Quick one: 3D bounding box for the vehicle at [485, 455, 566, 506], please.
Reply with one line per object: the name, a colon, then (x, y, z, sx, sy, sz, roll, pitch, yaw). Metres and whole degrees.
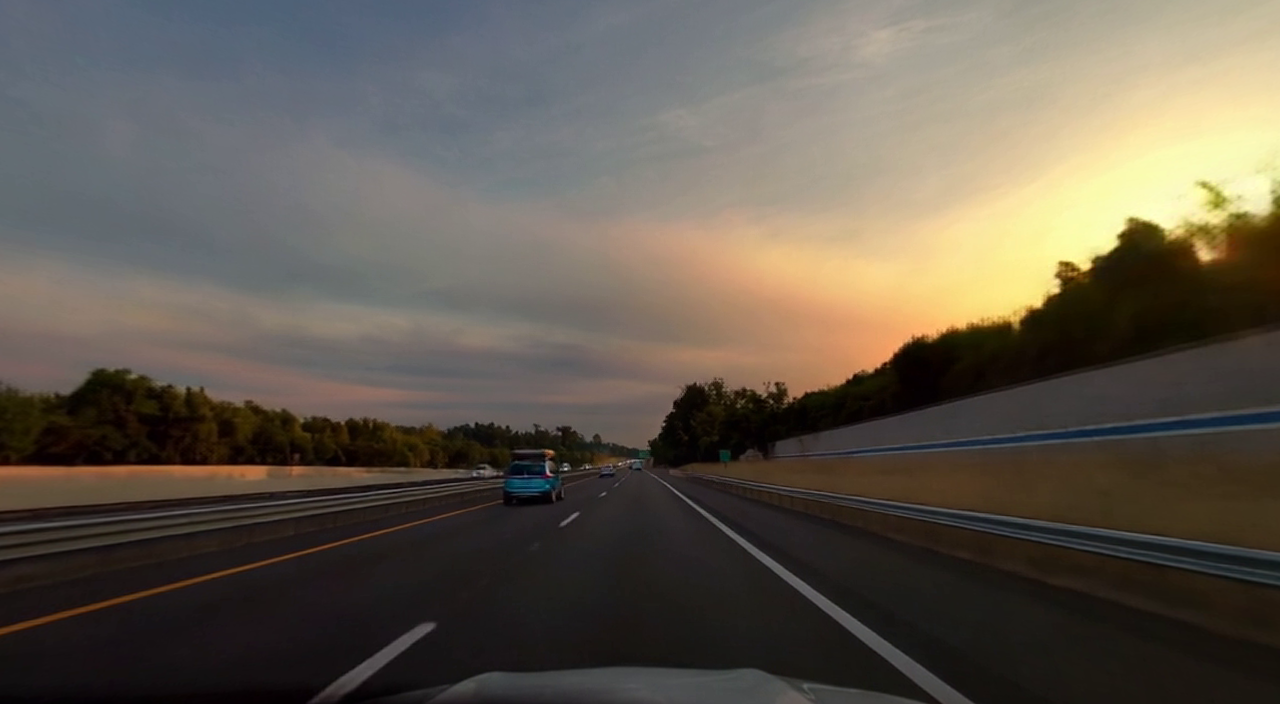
vehicle: (-4.030, 4.645, 22.985, 2.022, 1.650, 4.331, 0, -11, 1)
